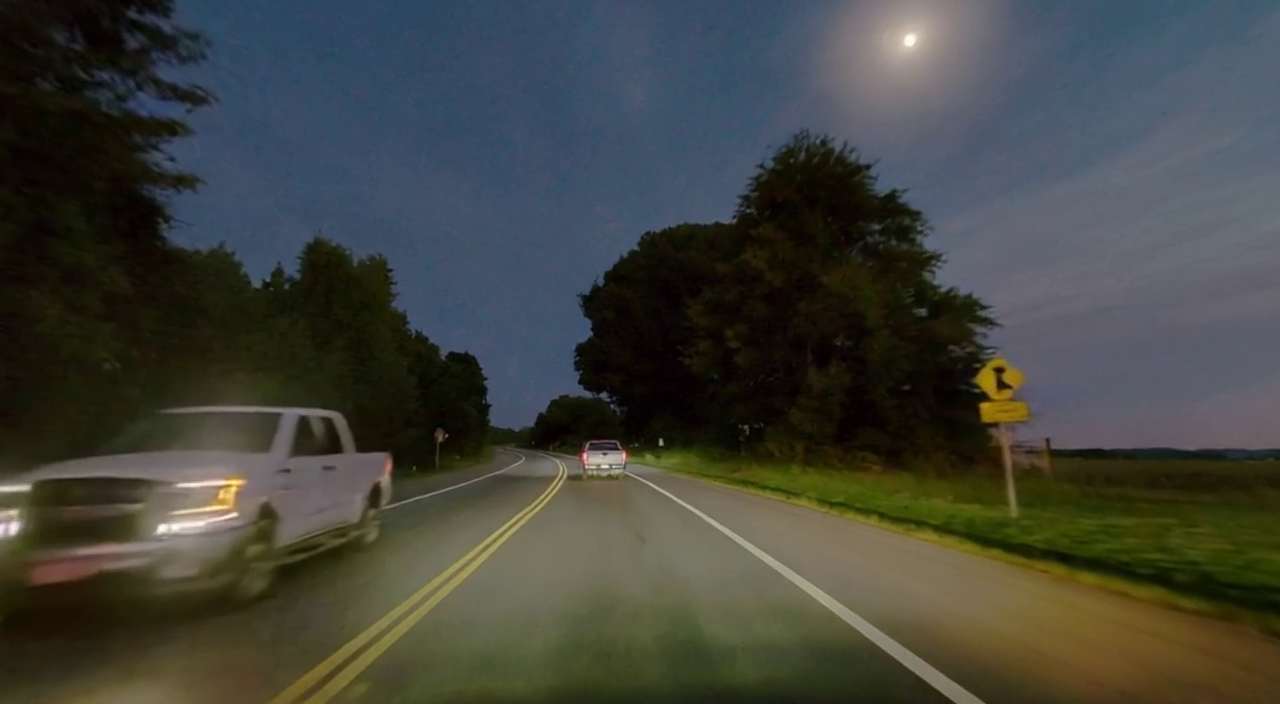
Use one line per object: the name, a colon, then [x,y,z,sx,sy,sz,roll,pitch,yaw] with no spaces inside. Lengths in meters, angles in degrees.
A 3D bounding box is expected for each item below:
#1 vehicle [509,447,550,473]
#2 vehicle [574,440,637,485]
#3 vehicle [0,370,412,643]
vehicle: [-7.058,6.950,40.940,2.166,1.513,4.519,0,-8,-4]
vehicle: [-1.593,4.957,28.819,2.631,1.798,5.331,0,-8,-4]
vehicle: [-4.618,1.495,7.167,2.374,1.989,4.909,0,-8,-2]
